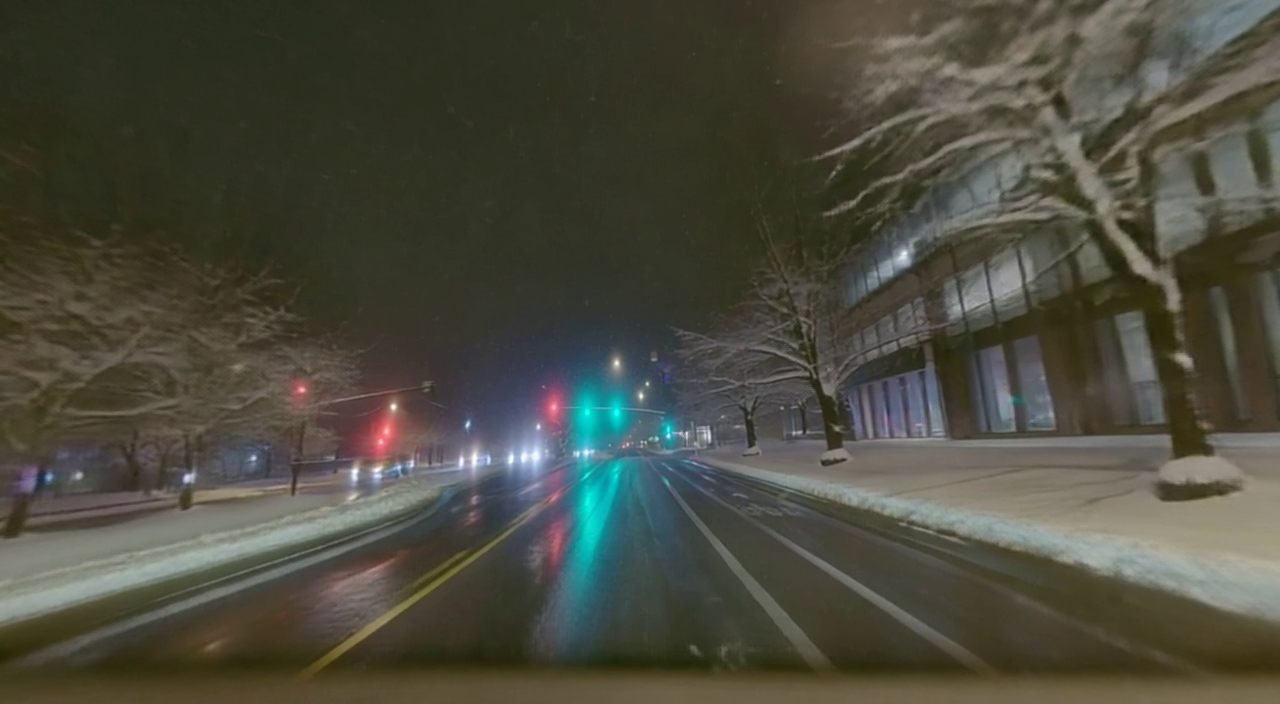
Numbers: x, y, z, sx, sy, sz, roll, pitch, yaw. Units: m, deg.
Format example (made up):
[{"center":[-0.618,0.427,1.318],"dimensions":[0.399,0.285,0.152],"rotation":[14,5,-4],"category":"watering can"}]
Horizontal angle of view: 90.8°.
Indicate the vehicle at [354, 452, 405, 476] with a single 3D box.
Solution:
[{"center":[-20.214,8.665,49.202],"dimensions":[2.223,1.728,4.250],"rotation":[0,-9,-1],"category":"vehicle"}]
